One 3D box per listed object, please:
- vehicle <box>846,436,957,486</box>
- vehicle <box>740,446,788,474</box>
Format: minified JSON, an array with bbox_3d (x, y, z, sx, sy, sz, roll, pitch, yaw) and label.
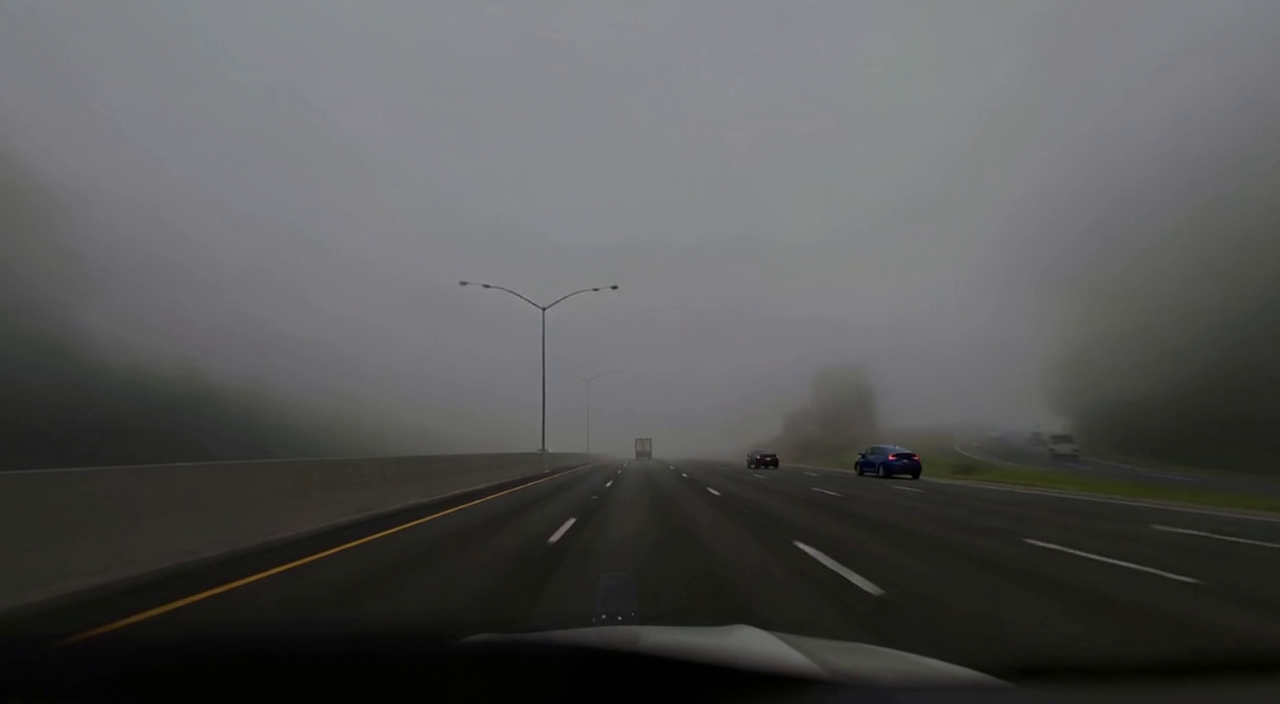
[{"bbox_3d":[11.148,4.689,27.457,2.387,1.936,5.646,0,-9,0],"label":"vehicle"},{"bbox_3d":[7.528,6.611,38.722,2.053,1.553,4.463,0,-9,0],"label":"vehicle"}]
